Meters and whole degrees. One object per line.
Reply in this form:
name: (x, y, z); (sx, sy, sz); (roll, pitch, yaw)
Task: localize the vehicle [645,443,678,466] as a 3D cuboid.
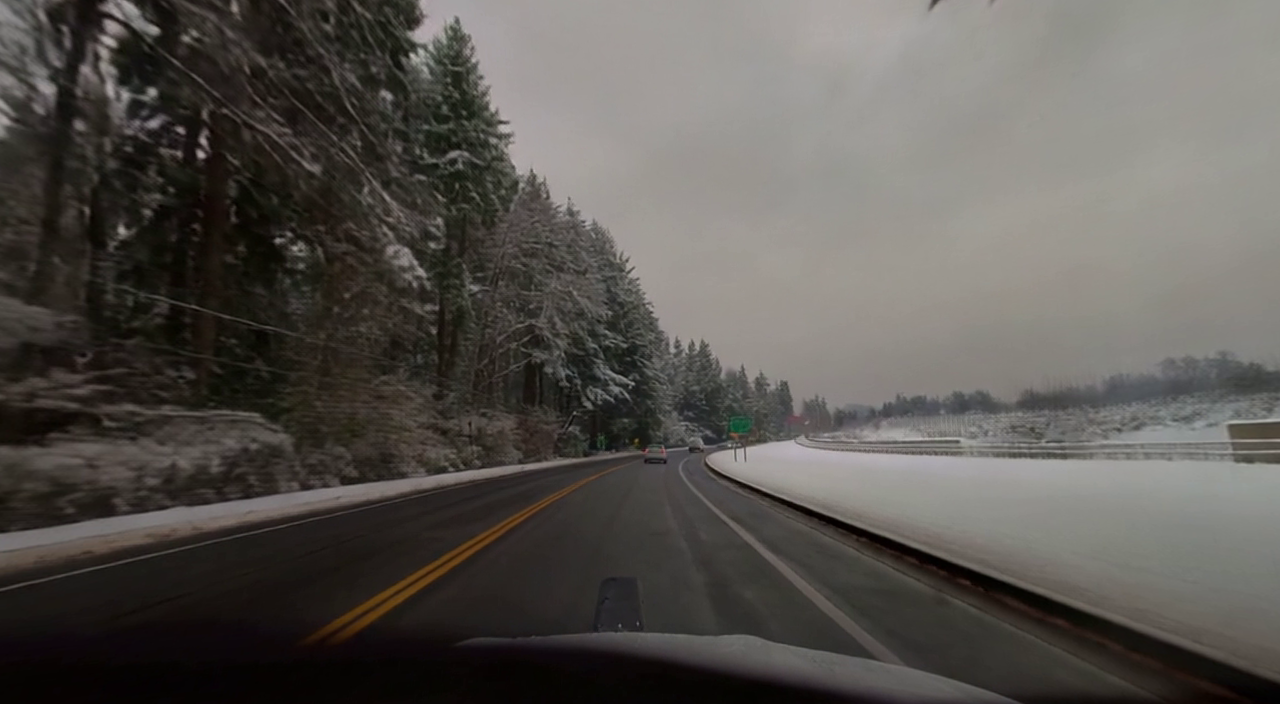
vehicle: (1.511, 6.915, 42.878); (2.071, 1.474, 4.047); (-1, -8, 5)
